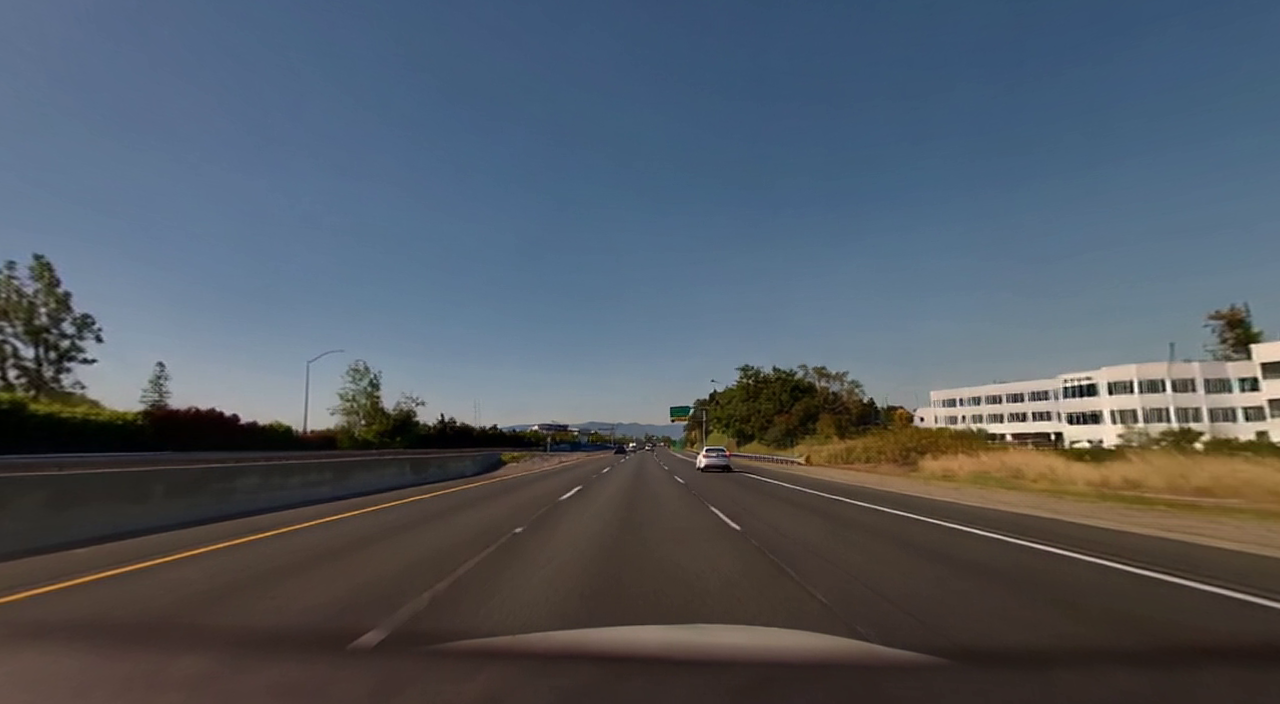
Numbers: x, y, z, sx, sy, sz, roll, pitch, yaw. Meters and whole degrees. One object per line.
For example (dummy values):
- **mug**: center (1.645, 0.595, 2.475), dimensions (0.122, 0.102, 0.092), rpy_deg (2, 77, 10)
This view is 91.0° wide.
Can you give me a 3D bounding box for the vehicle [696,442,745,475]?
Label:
- **vehicle**: center (4.238, 5.654, 33.776), dimensions (2.085, 1.594, 4.848), rpy_deg (0, -9, 1)
